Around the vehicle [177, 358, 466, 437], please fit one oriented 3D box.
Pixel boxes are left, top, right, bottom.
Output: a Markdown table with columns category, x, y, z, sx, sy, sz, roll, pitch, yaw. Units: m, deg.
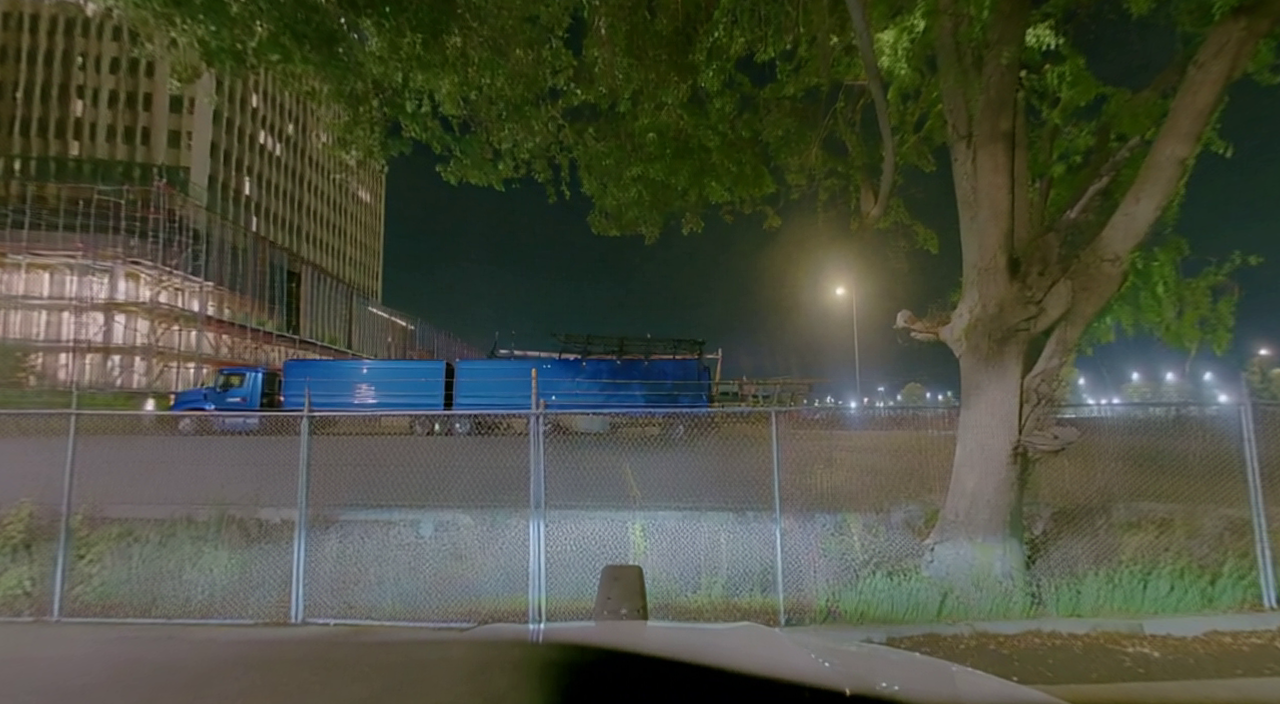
| category | x | y | z | sx | sy | sz | roll | pitch | yaw |
| --- | --- | --- | --- | --- | --- | --- | --- | --- | --- |
| vehicle | -17.220 | 2.674 | 35.213 | 14.067 | 4.099 | 2.832 | 1 | -9 | -7 |
